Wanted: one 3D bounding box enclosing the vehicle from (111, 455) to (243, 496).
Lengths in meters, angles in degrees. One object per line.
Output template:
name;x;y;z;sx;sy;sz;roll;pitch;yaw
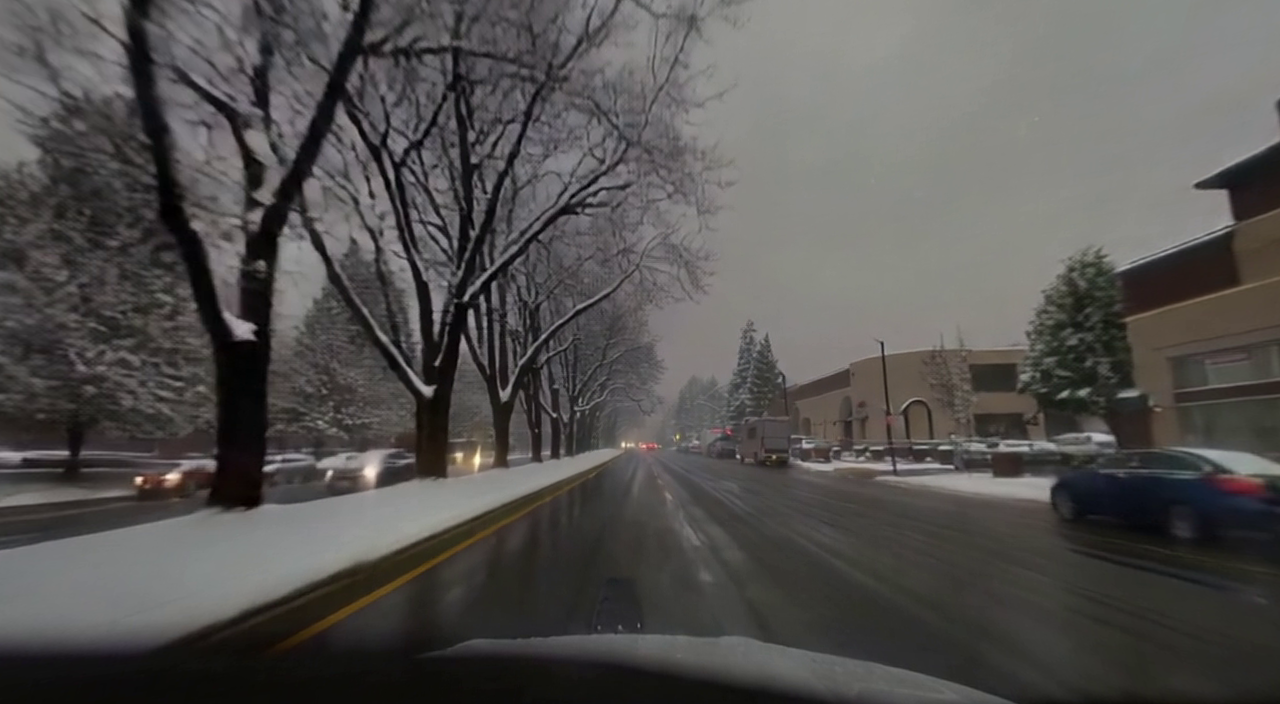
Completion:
vehicle;-19.141;5.102;26.441;1.890;1.468;4.727;0;-9;1

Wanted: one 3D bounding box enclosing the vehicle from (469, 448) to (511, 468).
vehicle;-10.989;7.780;46.567;1.973;1.442;4.241;0;-9;1

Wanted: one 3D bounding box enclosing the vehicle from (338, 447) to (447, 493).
vehicle;-8.595;4.117;22.456;1.926;1.447;4.547;-1;-9;2

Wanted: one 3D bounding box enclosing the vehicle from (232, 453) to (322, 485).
vehicle;-18.937;6.086;33.241;1.787;1.482;4.645;-1;-9;4

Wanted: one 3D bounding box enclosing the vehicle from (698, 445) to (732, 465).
vehicle;5.717;7.897;48.516;1.972;1.417;4.239;0;-9;-1

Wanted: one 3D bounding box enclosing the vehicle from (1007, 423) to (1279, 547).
vehicle;9.503;2.405;11.918;2.303;1.761;4.689;5;-9;-2
